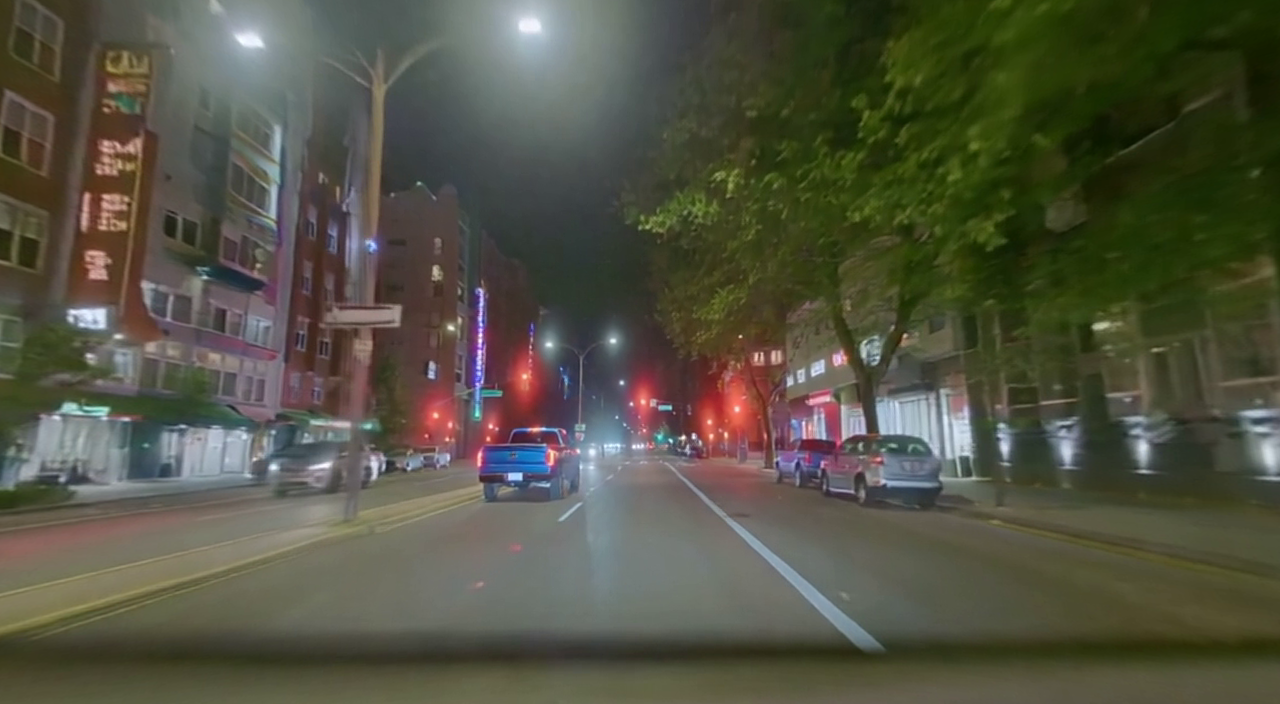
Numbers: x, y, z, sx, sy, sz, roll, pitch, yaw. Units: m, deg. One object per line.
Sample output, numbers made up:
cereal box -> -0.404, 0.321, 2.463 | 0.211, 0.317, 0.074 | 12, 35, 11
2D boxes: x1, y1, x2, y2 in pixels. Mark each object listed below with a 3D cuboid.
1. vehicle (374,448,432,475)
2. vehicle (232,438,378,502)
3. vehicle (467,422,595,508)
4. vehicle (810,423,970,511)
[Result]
vehicle -> -15.819, 7.312, 42.419 | 2.100, 1.596, 4.739 | -2, -9, 0
vehicle -> -10.054, 3.560, 19.411 | 2.013, 1.704, 4.364 | -1, -9, 1
vehicle -> -2.490, 2.800, 16.021 | 2.197, 1.786, 5.365 | -1, -9, 1
vehicle -> 5.964, 2.810, 15.853 | 2.043, 1.841, 4.842 | 0, -9, 1
